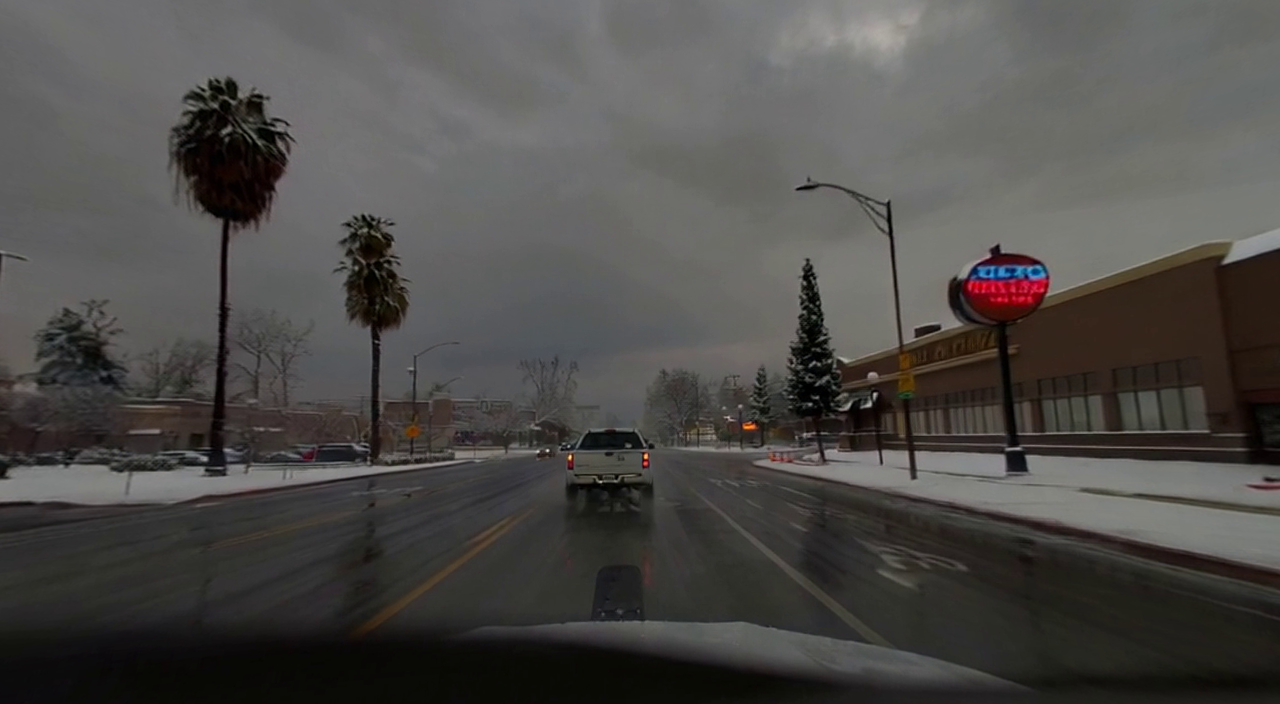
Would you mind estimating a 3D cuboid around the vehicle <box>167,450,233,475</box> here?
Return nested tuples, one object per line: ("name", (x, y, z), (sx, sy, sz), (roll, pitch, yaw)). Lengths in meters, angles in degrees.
("vehicle", (-29.578, 7.399, 42.471), (2.172, 1.504, 4.669), (3, -9, -17))

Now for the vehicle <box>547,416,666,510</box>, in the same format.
("vehicle", (-0.663, 2.411, 14.036), (2.239, 1.763, 4.096), (0, -9, -1))
